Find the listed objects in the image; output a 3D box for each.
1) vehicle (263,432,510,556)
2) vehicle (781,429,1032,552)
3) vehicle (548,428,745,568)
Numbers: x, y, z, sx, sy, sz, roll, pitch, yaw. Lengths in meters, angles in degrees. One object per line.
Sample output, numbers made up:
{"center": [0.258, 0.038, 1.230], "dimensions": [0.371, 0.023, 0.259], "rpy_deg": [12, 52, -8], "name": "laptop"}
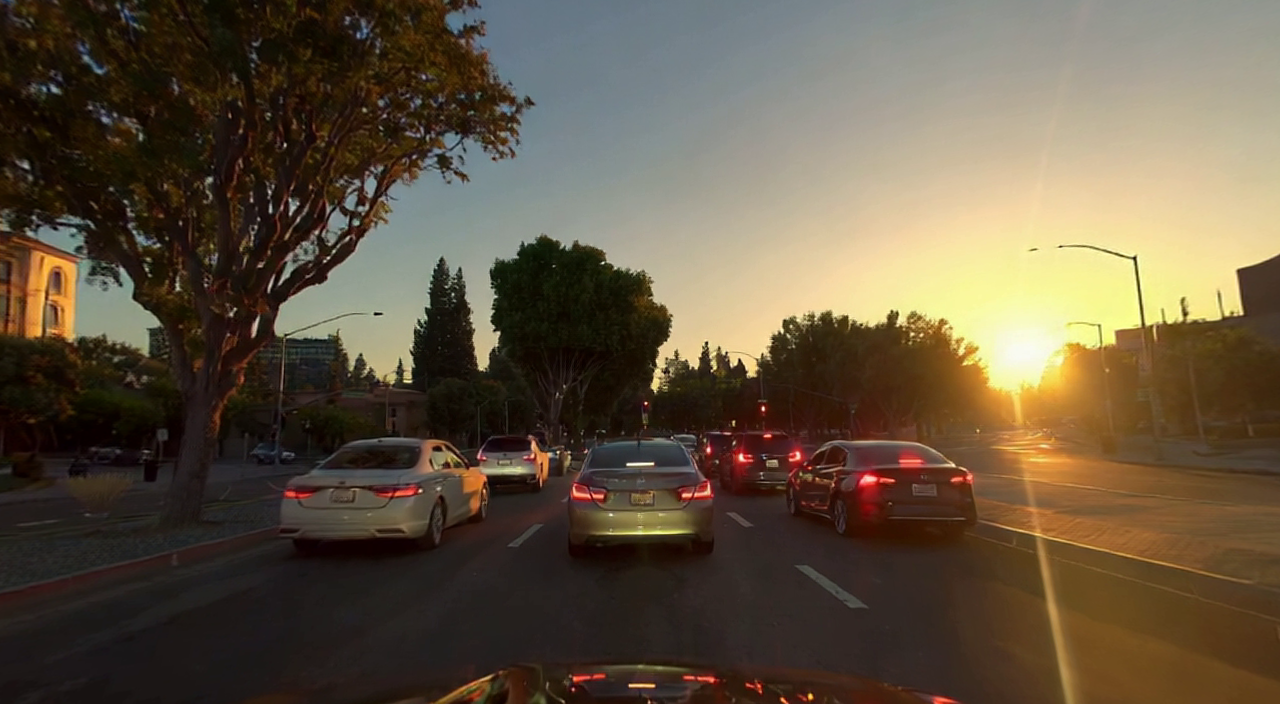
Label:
{"center": [-3.463, 2.010, 9.644], "dimensions": [2.002, 1.465, 4.098], "rpy_deg": [0, -8, 1], "name": "vehicle"}
{"center": [3.784, 2.028, 10.021], "dimensions": [1.990, 1.486, 4.431], "rpy_deg": [0, -8, -1], "name": "vehicle"}
{"center": [0.048, 1.862, 8.800], "dimensions": [2.101, 1.480, 3.929], "rpy_deg": [0, -8, -1], "name": "vehicle"}
